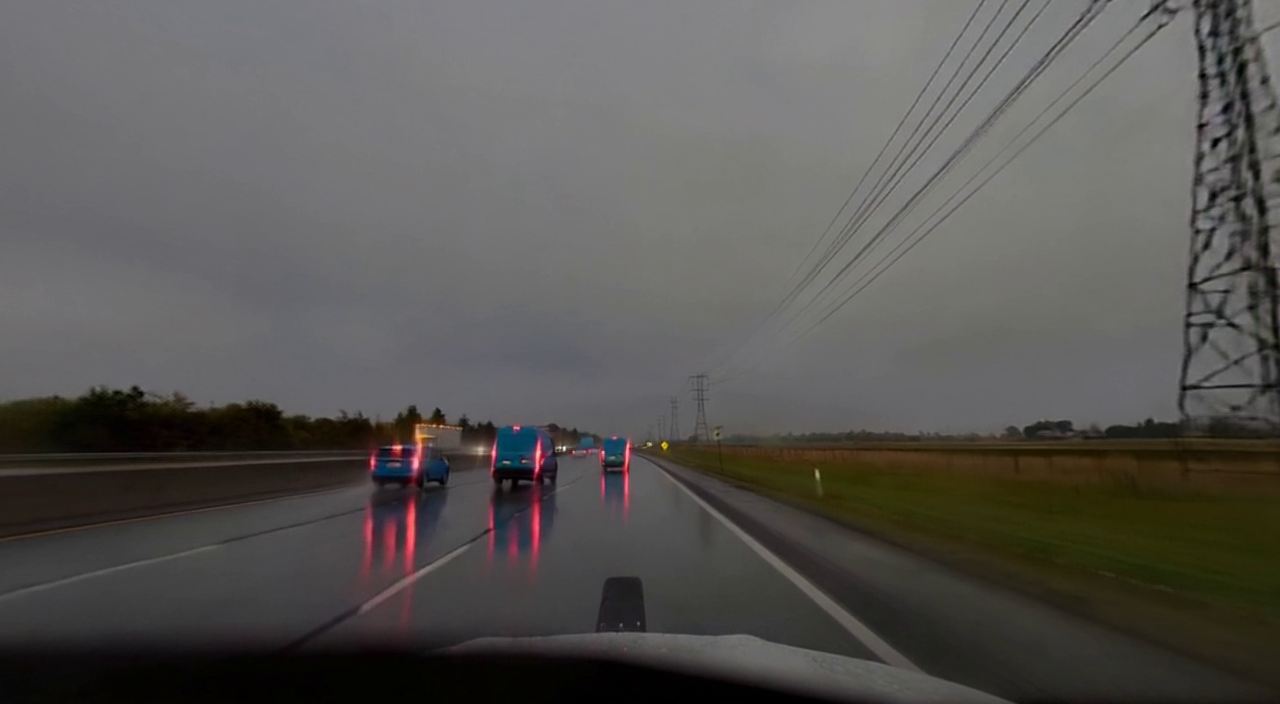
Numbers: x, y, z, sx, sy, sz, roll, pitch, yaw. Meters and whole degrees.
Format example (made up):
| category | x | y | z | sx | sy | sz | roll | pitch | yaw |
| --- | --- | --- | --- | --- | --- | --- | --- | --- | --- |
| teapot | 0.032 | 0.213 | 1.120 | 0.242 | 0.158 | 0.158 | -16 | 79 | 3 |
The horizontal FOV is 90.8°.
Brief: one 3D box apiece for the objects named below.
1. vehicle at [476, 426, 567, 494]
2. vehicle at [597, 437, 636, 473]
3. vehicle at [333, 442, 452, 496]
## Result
| category | x | y | z | sx | sy | sz | roll | pitch | yaw |
| --- | --- | --- | --- | --- | --- | --- | --- | --- | --- |
| vehicle | -3.824 | 3.600 | 21.339 | 2.145 | 2.010 | 4.980 | 0 | -9 | 0 |
| vehicle | -1.385 | 6.159 | 37.956 | 2.197 | 2.011 | 5.130 | 0 | -9 | -1 |
| vehicle | -7.904 | 3.773 | 20.728 | 1.975 | 1.540 | 4.759 | 0 | -9 | 0 |
